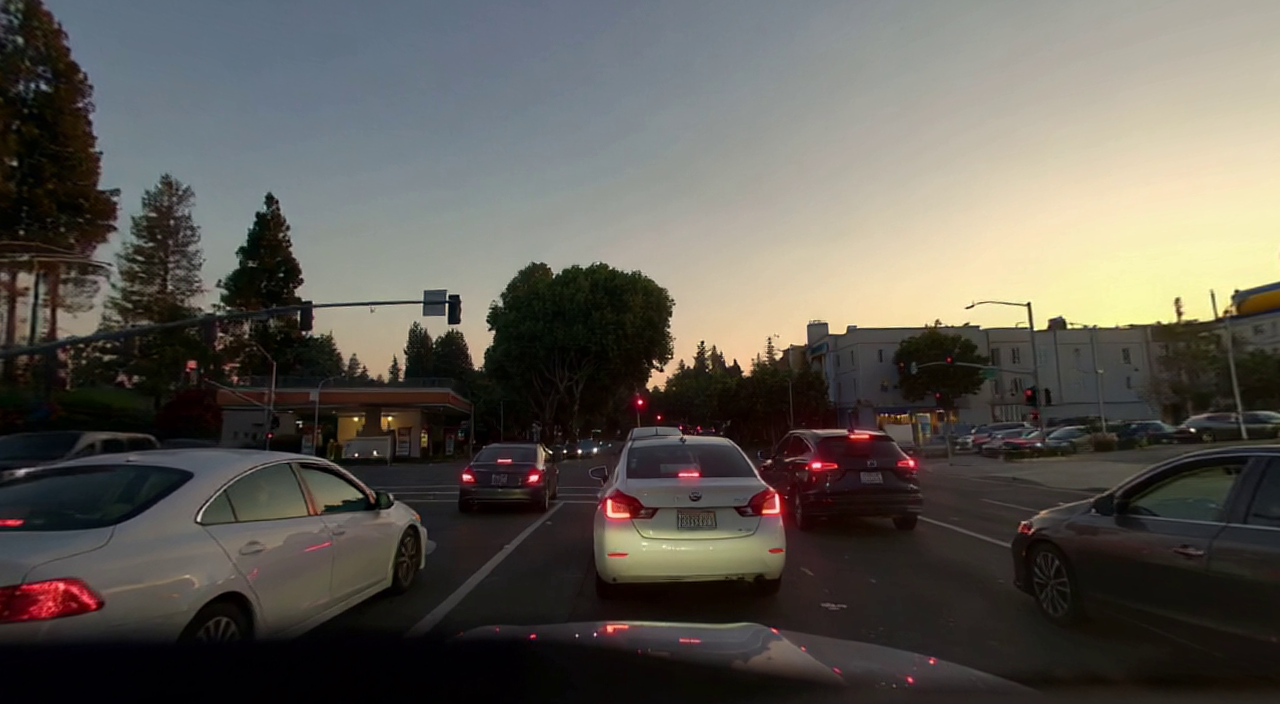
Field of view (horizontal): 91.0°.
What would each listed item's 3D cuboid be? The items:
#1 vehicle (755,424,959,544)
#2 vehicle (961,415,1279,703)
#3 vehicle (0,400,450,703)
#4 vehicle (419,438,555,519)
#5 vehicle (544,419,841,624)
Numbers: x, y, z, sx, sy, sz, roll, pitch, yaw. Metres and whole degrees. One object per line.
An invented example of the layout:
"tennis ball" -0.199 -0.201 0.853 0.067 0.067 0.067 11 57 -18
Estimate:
"vehicle" 3.367 2.129 10.773 1.947 1.630 4.127 0 -9 -1
"vehicle" 4.167 1.144 3.643 1.950 1.497 4.686 0 -9 -3
"vehicle" -3.017 1.259 4.606 1.887 1.493 4.255 0 -9 0
"vehicle" -3.092 2.640 13.688 1.867 1.474 4.237 0 -9 0
"vehicle" 0.336 1.590 6.934 2.220 1.507 4.317 0 -9 -2
